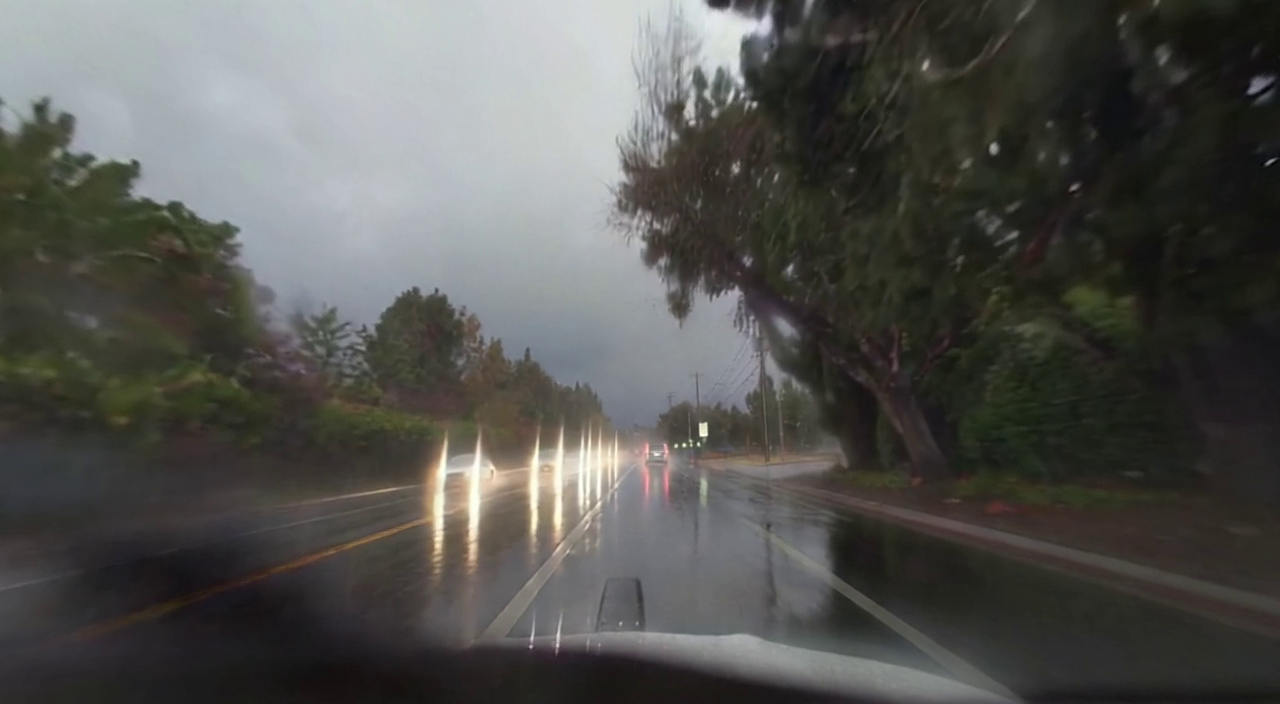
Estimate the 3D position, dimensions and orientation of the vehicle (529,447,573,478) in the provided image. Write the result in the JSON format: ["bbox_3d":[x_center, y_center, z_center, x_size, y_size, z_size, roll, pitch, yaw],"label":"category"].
[{"bbox_3d":[-4.992,6.219,35.858,1.792,1.628,4.000,0,-9,1],"label":"vehicle"}]

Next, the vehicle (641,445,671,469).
[{"bbox_3d":[1.173,7.896,47.765,2.163,1.746,4.073,0,-9,1],"label":"vehicle"}]

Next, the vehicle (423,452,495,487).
[{"bbox_3d":[-8.587,5.611,30.376,2.058,1.495,4.448,0,-9,1],"label":"vehicle"}]
